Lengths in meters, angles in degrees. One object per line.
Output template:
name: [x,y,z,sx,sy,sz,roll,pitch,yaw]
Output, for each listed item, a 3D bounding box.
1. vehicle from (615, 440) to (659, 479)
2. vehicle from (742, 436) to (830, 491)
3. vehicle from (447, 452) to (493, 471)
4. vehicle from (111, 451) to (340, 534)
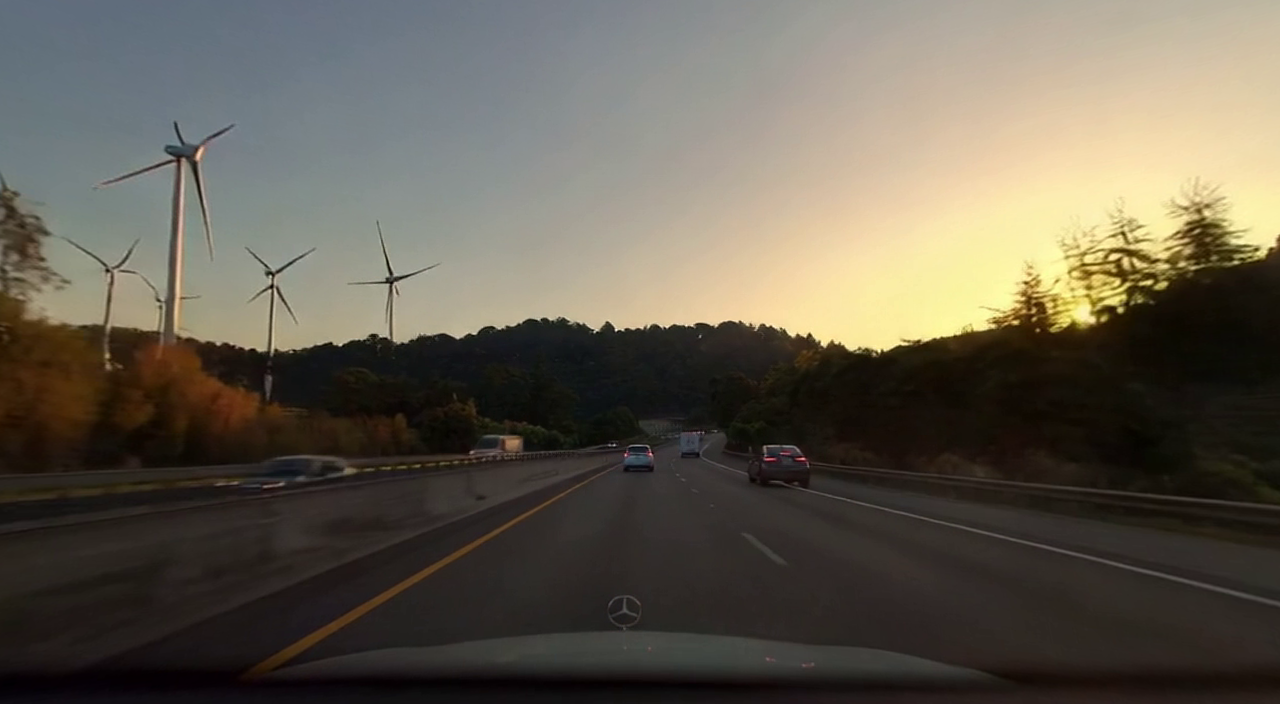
vehicle: [-0.105,5.248,30.910,2.038,1.723,4.150,0,-9,1]
vehicle: [4.948,3.873,22.119,2.040,1.721,4.507,0,-9,1]
vehicle: [-12.490,8.090,46.621,2.143,1.327,4.511,0,-9,1]
vehicle: [-8.736,2.956,13.939,1.909,1.502,4.585,0,-9,0]
